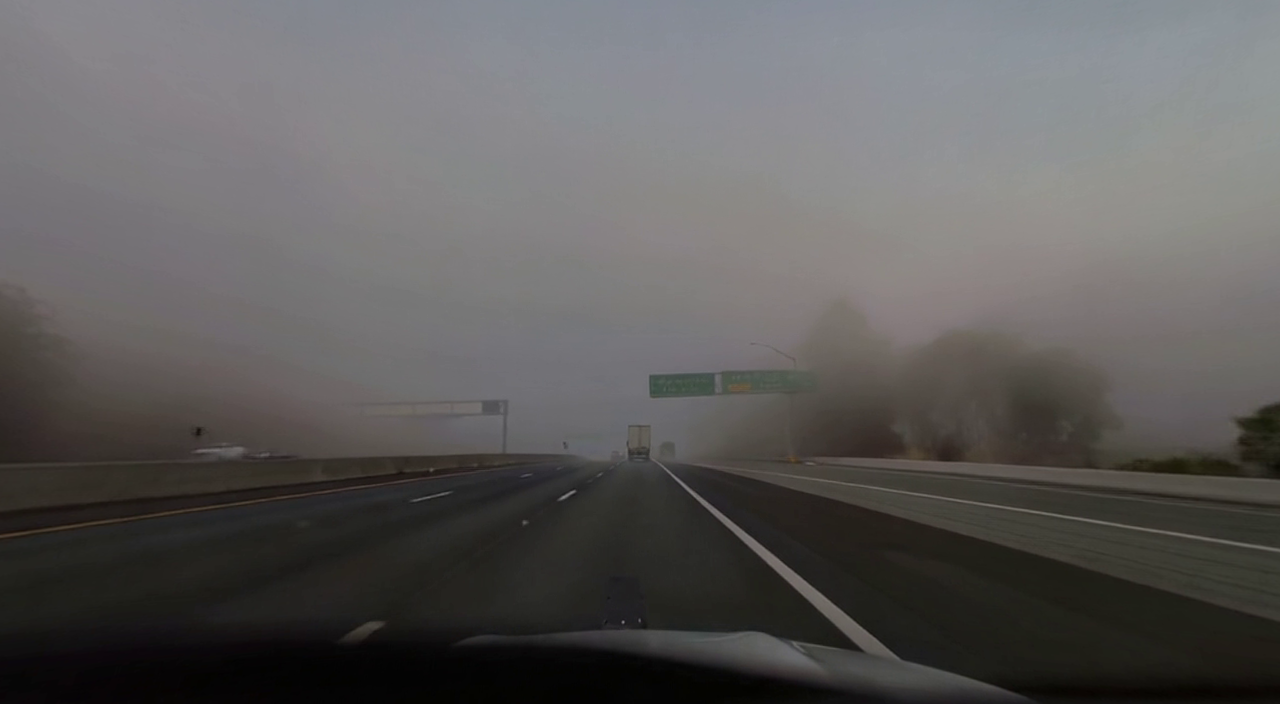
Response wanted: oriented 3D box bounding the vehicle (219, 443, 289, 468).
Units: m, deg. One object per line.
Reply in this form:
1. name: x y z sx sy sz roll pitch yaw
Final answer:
1. vehicle: -28.000 7.537 45.753 2.026 1.717 4.760 0 -9 0
